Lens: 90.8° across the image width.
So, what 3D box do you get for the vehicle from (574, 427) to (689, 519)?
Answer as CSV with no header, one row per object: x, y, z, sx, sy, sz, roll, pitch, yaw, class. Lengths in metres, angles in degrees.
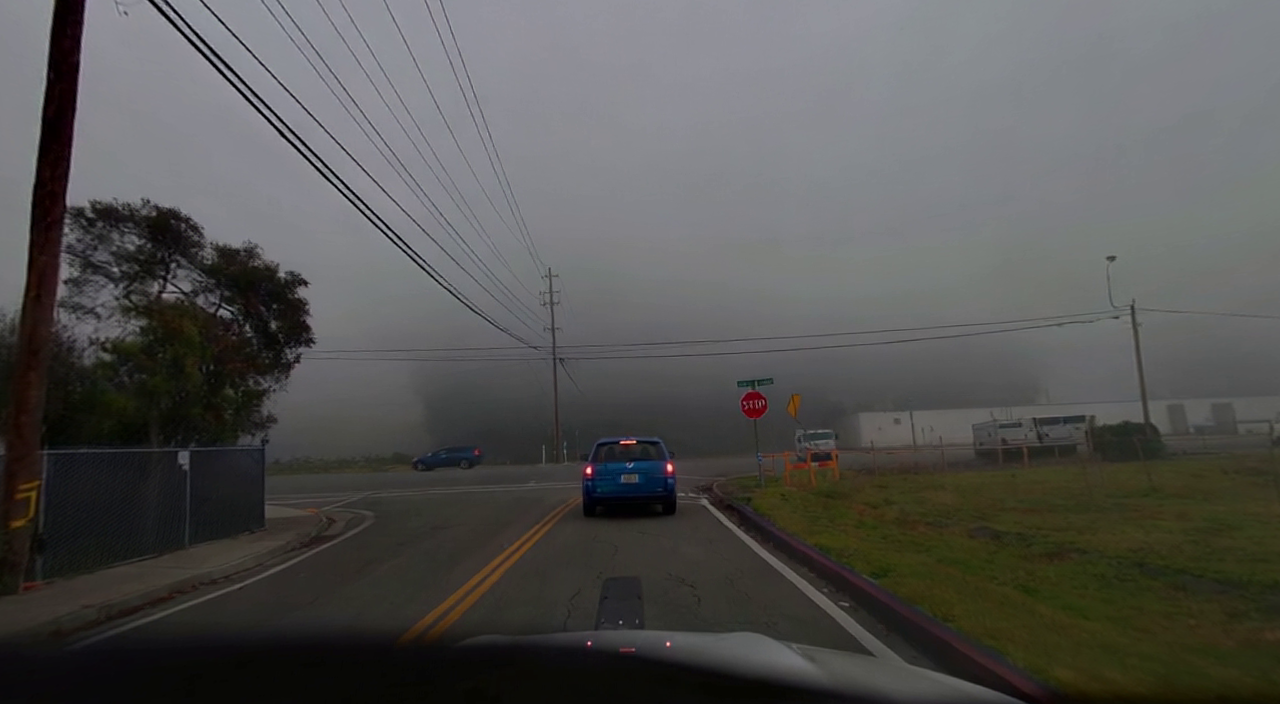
-0.205,2.566,13.964,2.137,1.698,4.166,0,-8,-1,vehicle

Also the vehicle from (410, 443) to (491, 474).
-11.672,6.535,38.953,4.415,1.753,2.029,-4,-9,24,vehicle
